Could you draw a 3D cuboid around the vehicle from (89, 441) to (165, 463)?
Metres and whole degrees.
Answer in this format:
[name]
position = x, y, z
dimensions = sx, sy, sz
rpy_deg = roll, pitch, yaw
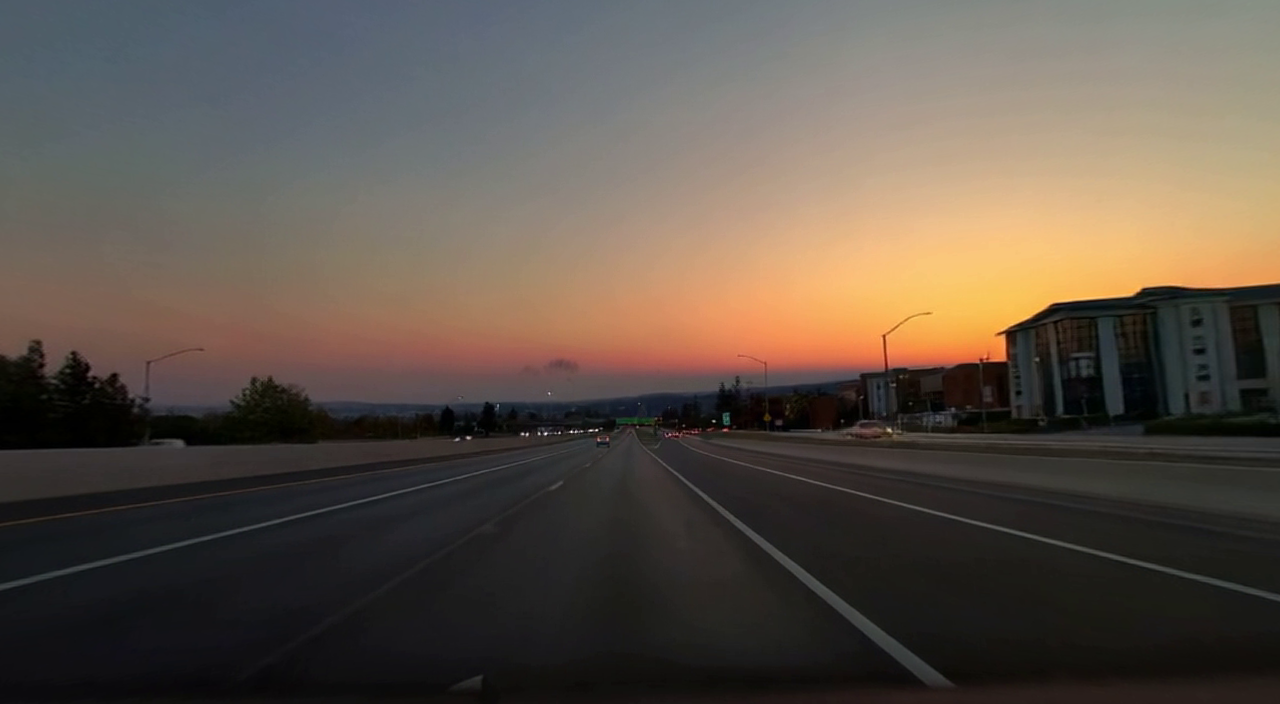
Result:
[vehicle]
position = -38.256, 7.446, 47.051
dimensions = 1.864, 1.468, 4.540
rpy_deg = 0, -8, 0
